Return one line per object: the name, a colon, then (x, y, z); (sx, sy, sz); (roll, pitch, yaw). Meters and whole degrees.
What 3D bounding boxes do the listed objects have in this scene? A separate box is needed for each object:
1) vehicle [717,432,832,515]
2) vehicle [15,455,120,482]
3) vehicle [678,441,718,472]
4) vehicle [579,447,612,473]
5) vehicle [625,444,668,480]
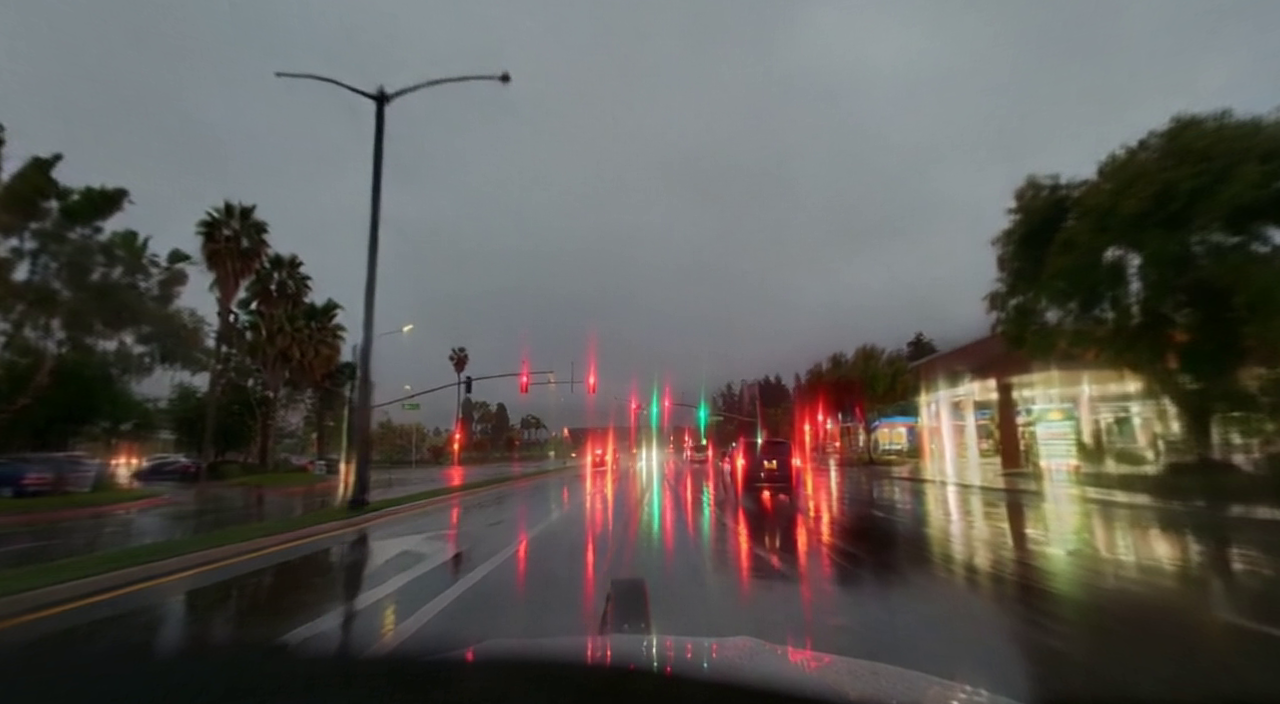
vehicle: (3.118, 2.881, 15.446); (1.872, 1.752, 3.896); (0, -8, -1)
vehicle: (-36.025, 7.305, 39.733); (4.667, 1.620, 2.004); (0, -8, 2)
vehicle: (3.803, 6.934, 42.098); (2.154, 1.975, 4.634); (0, -8, -1)
vehicle: (-2.800, 6.948, 40.801); (1.788, 1.600, 4.298); (0, -8, 1)
vehicle: (0.310, 5.428, 31.328); (1.991, 1.664, 3.814); (0, -8, 0)
